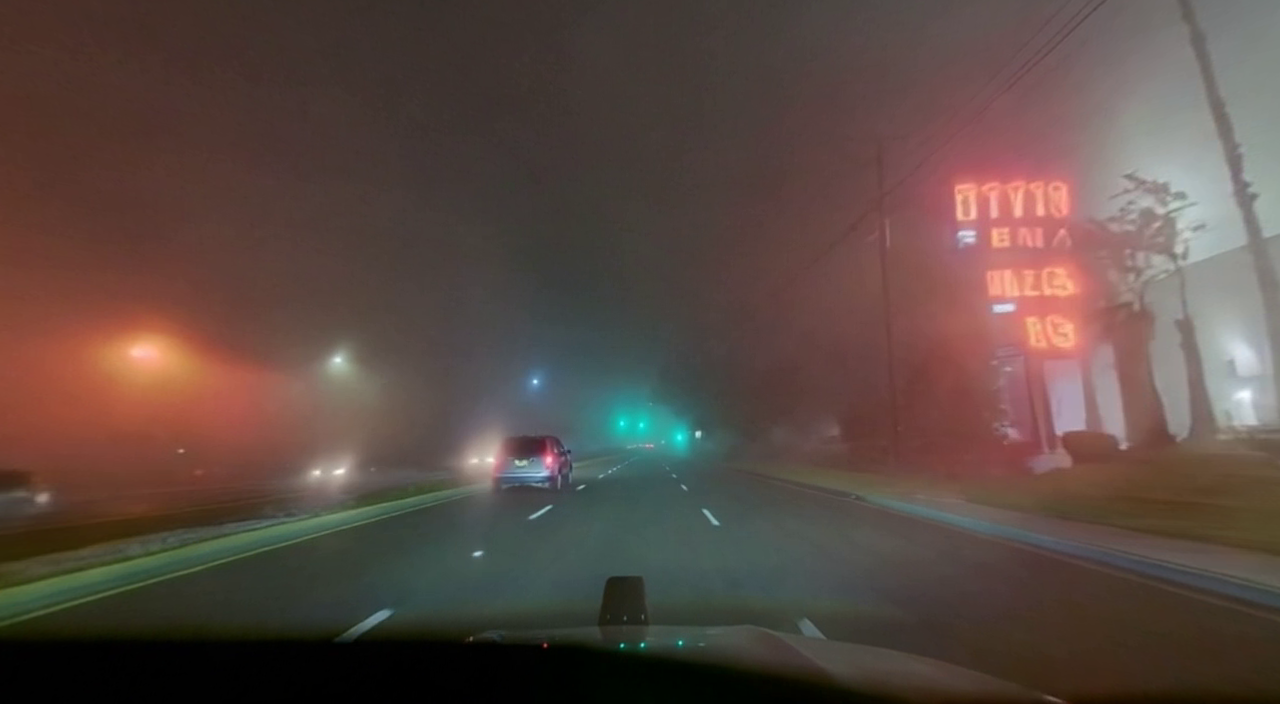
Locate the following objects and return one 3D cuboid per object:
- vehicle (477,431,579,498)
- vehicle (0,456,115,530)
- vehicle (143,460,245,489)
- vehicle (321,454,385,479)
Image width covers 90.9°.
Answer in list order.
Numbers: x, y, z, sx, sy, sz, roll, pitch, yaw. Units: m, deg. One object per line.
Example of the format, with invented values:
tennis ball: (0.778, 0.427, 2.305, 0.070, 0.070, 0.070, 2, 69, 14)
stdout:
vehicle: (-3.096, 3.217, 18.479, 2.062, 1.693, 4.669, 0, -8, 1)
vehicle: (-14.104, 2.966, 13.280, 1.960, 1.462, 4.689, 0, -8, 1)
vehicle: (-26.563, 7.283, 37.646, 4.782, 1.473, 2.204, 6, -10, -36)
vehicle: (-18.638, 7.426, 41.145, 1.838, 1.502, 4.370, -1, -8, 4)
